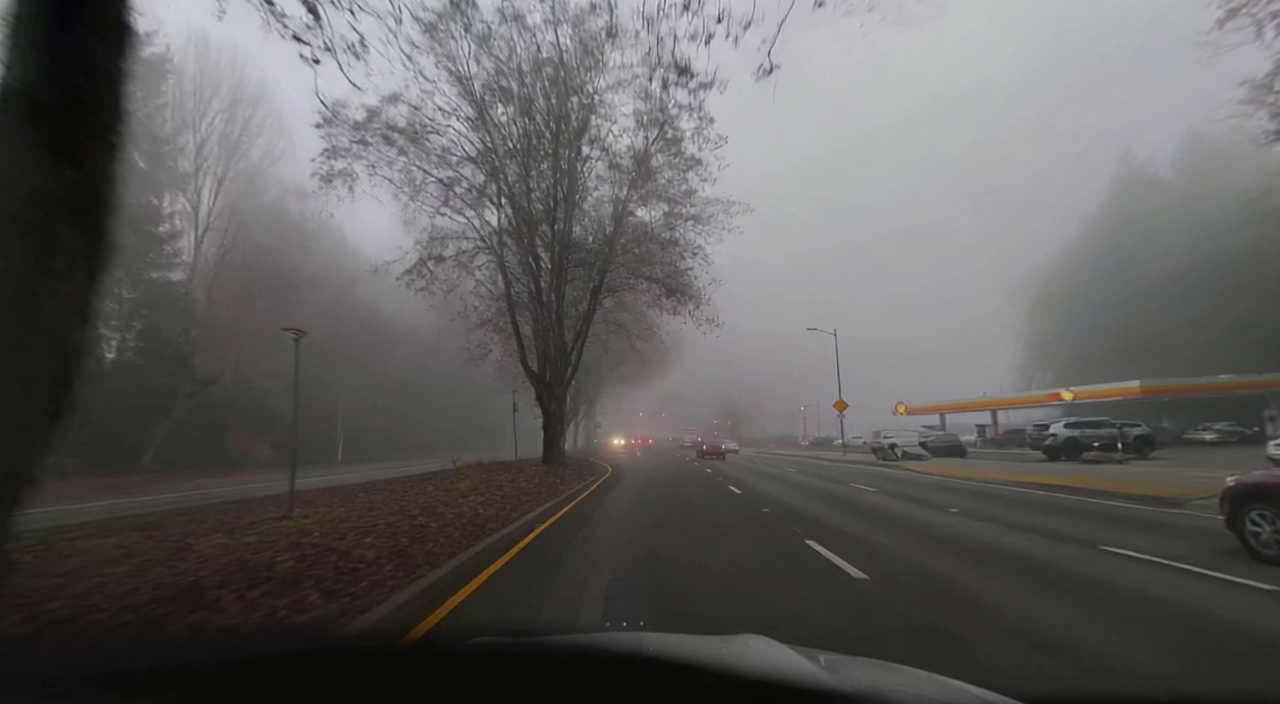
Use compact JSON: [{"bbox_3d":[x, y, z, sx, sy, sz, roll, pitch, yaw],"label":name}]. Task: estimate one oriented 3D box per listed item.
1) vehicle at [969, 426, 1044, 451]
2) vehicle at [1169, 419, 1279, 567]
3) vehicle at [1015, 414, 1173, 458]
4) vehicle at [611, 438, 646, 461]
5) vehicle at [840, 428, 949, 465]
[{"bbox_3d":[24.806,5.900,42.813,4.079,1.632,1.961,-4,-9,23],"label":"vehicle"},{"bbox_3d":[7.373,1.241,5.224,1.880,1.472,4.694,0,-9,0],"label":"vehicle"},{"bbox_3d":[21.705,4.130,30.545,5.770,1.976,2.347,-5,-10,26],"label":"vehicle"},{"bbox_3d":[-0.861,6.633,43.100,2.032,1.461,4.173,1,-9,-6],"label":"vehicle"},{"bbox_3d":[13.014,4.915,32.638,4.960,1.802,2.068,-3,-9,17],"label":"vehicle"}]
